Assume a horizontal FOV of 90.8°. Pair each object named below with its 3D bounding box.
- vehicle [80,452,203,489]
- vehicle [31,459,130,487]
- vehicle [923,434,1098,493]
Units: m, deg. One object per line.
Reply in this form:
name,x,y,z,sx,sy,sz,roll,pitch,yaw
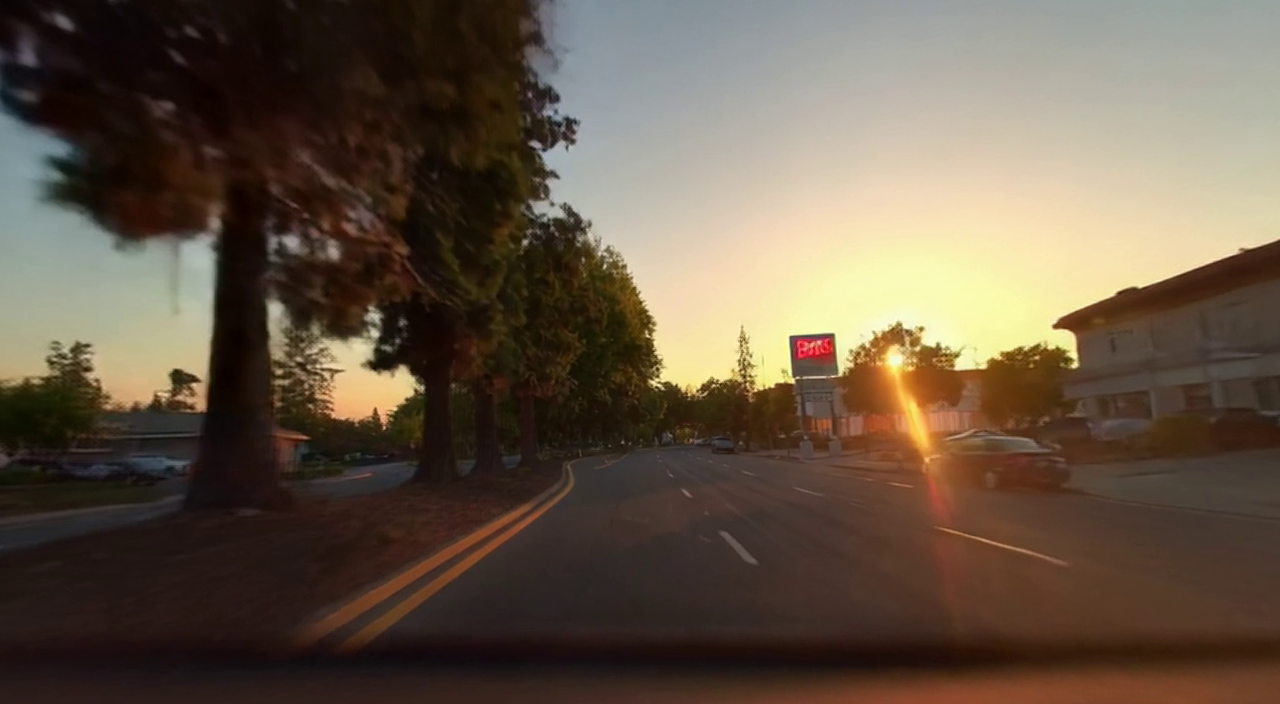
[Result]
vehicle,-30.540,7.225,39.128,2.326,1.944,6.466,1,-8,0
vehicle,-33.457,7.228,37.945,2.048,1.422,4.179,0,-8,1
vehicle,10.212,3.096,17.968,2.034,1.437,4.728,0,-8,-1
